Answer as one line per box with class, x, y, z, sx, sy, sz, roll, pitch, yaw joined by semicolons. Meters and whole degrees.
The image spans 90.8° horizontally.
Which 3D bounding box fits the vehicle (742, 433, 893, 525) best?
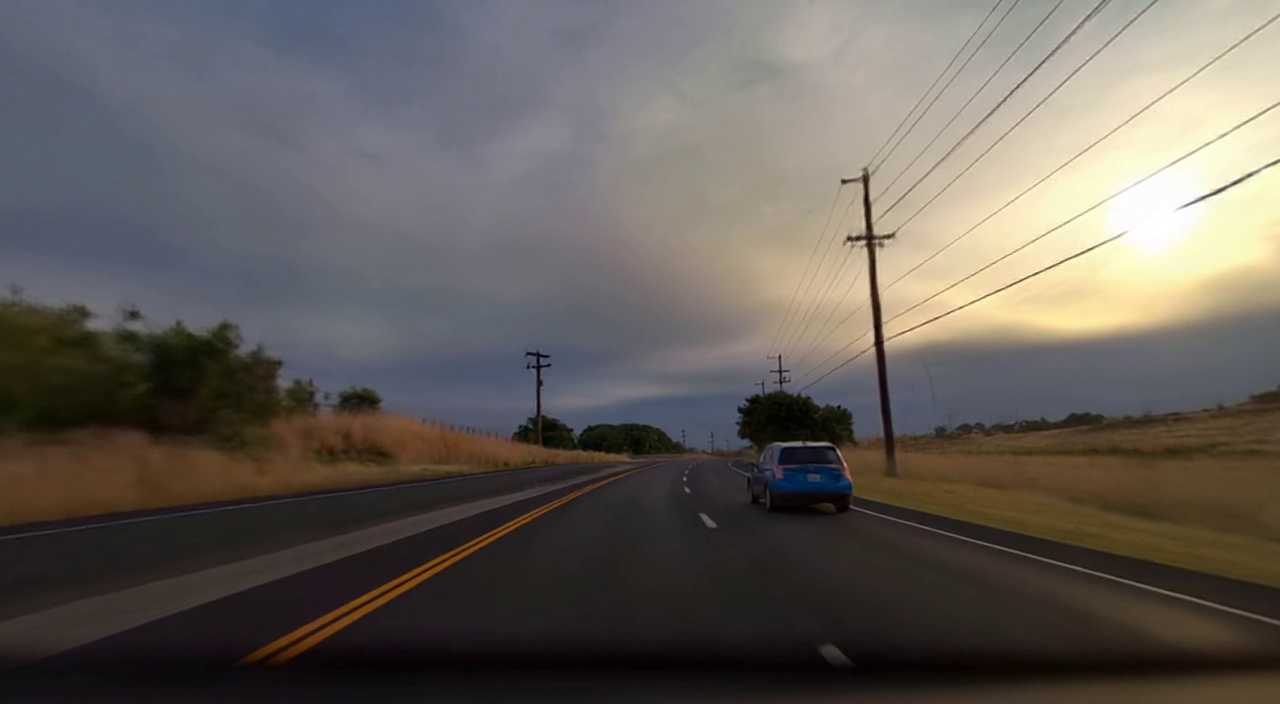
vehicle;3.679;2.715;14.019;2.135;1.692;4.185;0;-9;0
